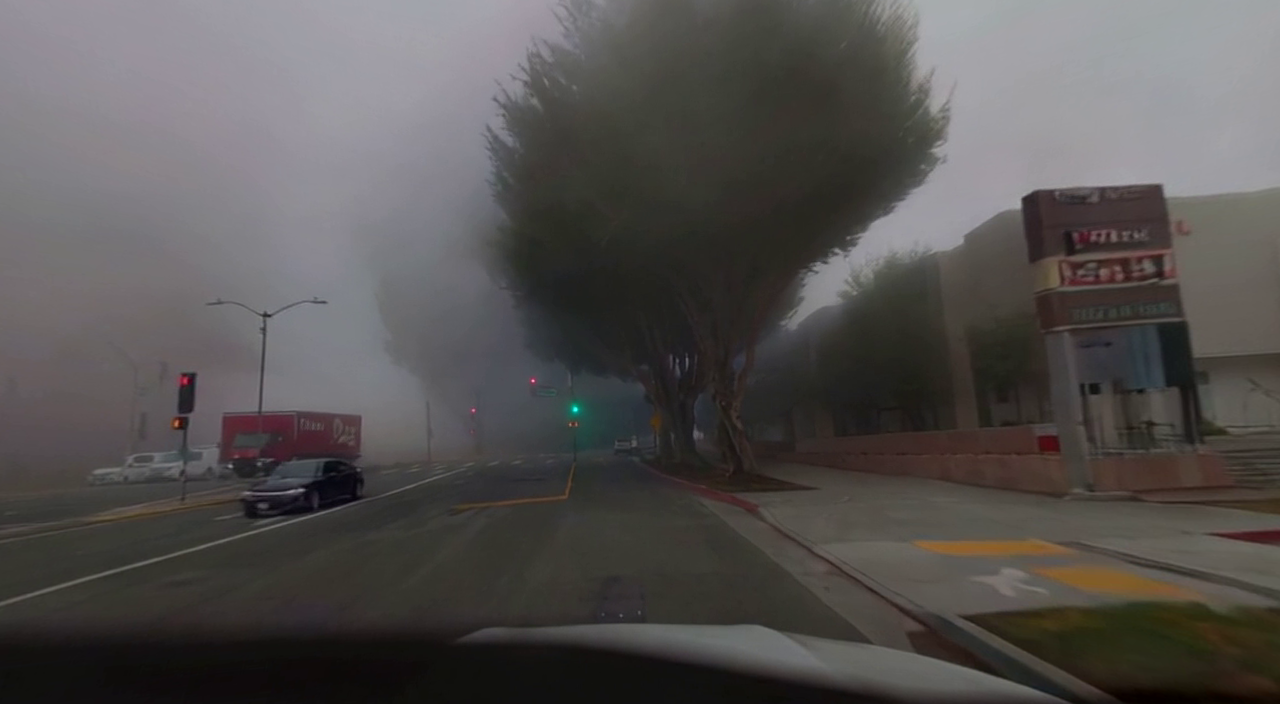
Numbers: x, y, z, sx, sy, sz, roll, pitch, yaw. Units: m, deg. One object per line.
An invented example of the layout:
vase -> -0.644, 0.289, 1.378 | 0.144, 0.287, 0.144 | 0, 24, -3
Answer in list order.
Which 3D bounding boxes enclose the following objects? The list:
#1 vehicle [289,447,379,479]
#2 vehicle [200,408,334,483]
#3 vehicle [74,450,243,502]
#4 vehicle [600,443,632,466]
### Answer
vehicle -> -17.728, 6.425, 36.922 | 1.988, 1.762, 4.653 | -3, -9, 17
vehicle -> -21.576, 5.490, 37.061 | 3.045, 3.961, 6.104 | -3, -9, 16
vehicle -> -18.047, 4.602, 24.011 | 2.101, 1.721, 4.587 | -3, -9, 18
vehicle -> -1.588, 6.973, 43.085 | 2.006, 1.470, 3.799 | 0, -8, -1
